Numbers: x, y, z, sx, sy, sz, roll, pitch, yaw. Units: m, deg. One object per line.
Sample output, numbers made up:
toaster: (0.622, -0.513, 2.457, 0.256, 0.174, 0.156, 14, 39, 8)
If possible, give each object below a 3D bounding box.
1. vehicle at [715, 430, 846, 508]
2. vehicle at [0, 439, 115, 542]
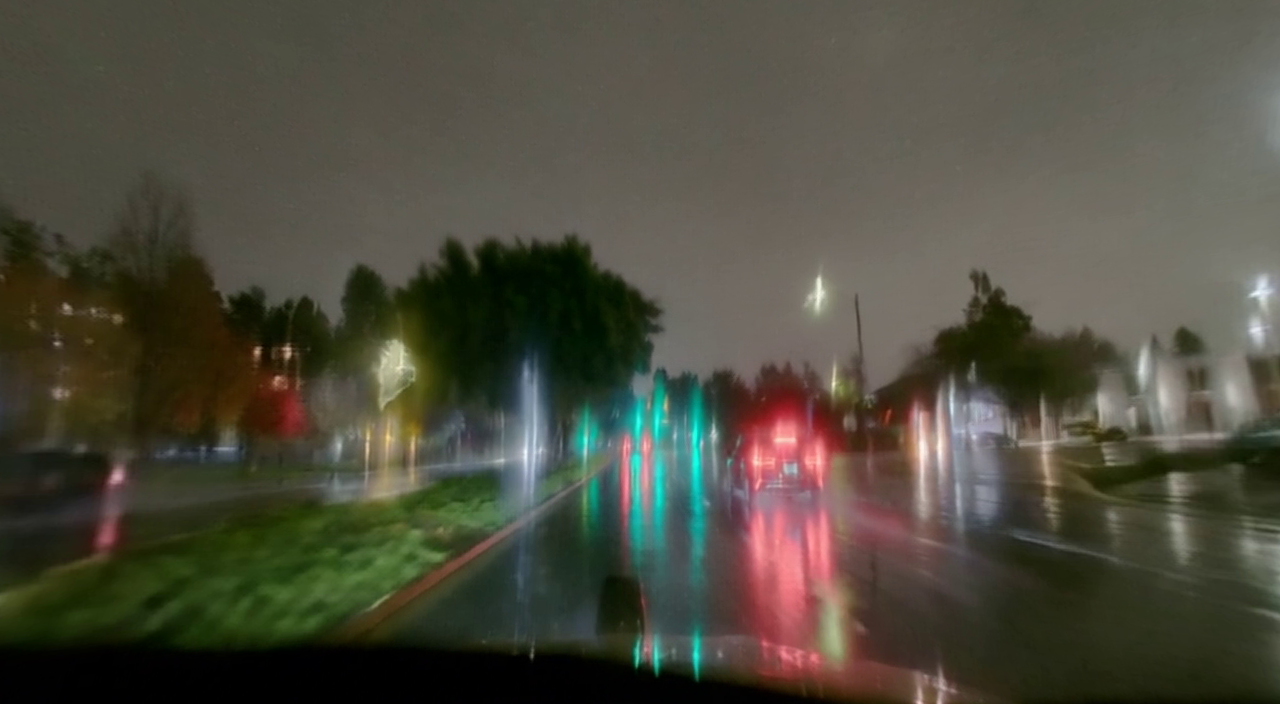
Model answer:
vehicle: (3.239, 2.789, 15.664, 1.995, 1.616, 4.729, 0, -8, -2)
vehicle: (-12.411, 2.483, 11.318, 2.063, 1.812, 4.502, 0, -8, 0)
